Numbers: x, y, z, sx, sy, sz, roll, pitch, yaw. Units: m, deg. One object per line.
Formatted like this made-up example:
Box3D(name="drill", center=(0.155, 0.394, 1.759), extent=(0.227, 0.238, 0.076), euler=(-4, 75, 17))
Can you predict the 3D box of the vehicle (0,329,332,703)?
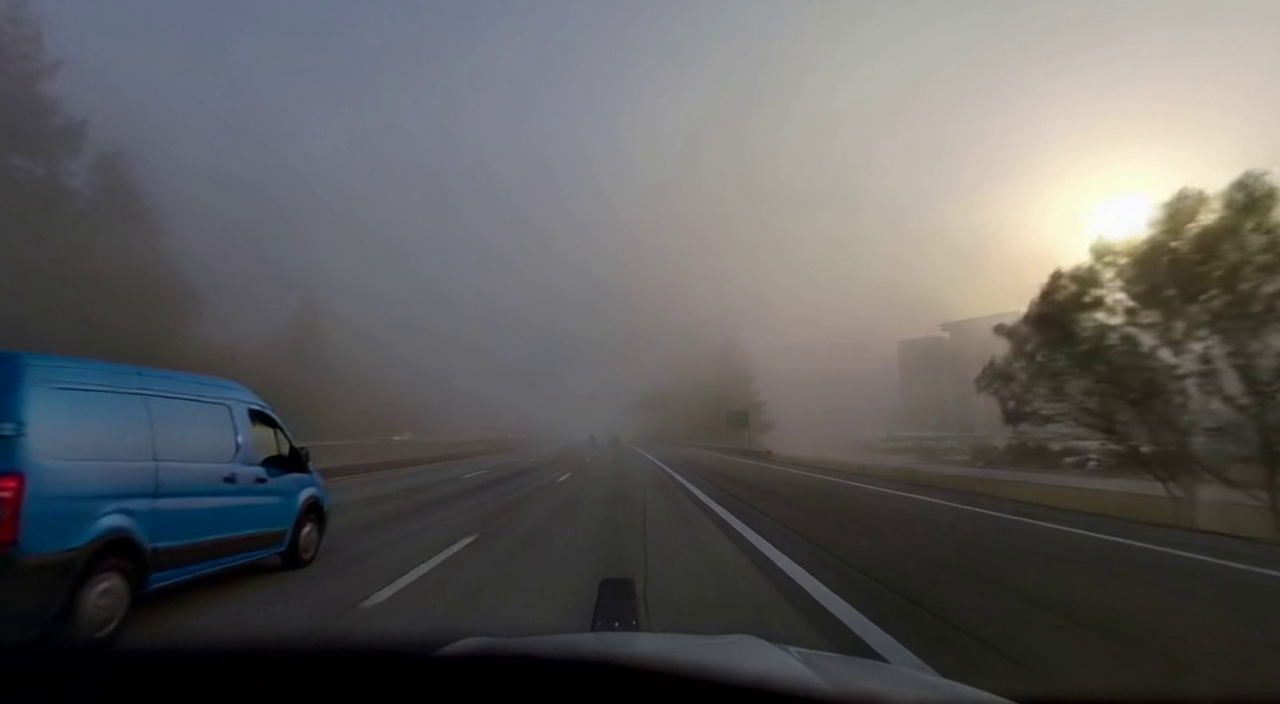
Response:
Box3D(name="vehicle", center=(-4.231, 0.944, 4.036), extent=(2.219, 1.827, 4.738), euler=(0, -8, -2))
